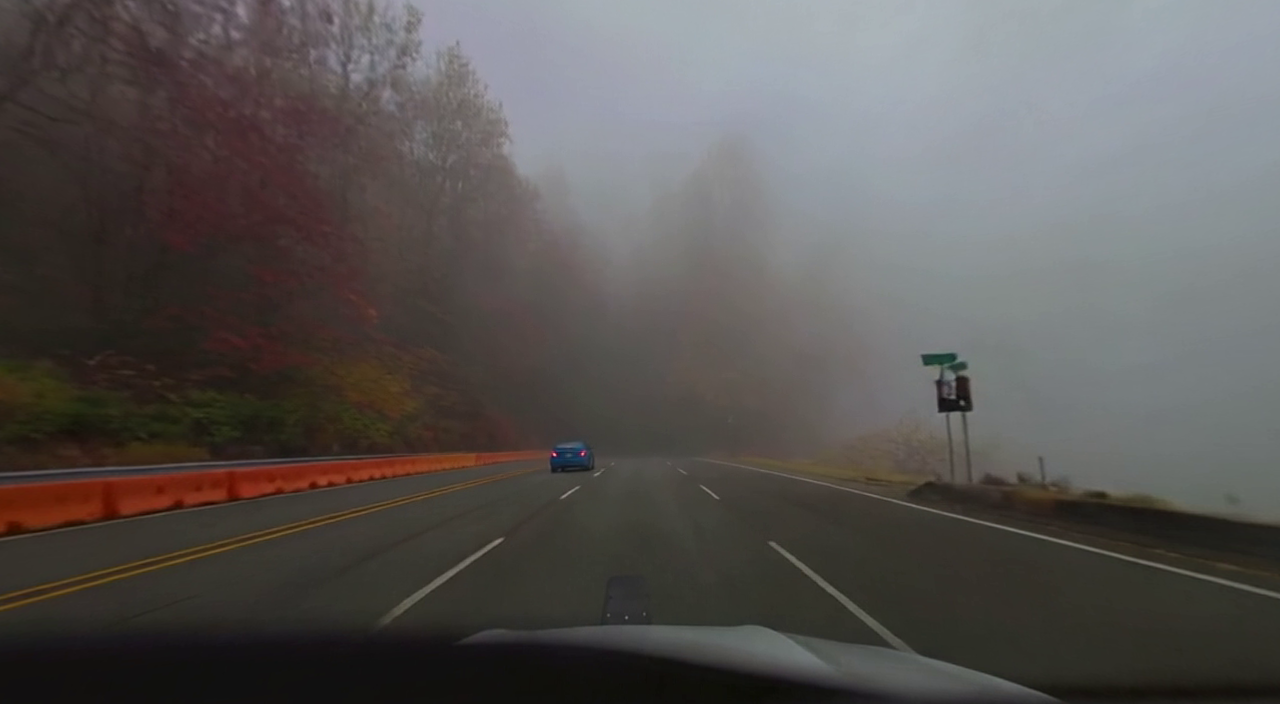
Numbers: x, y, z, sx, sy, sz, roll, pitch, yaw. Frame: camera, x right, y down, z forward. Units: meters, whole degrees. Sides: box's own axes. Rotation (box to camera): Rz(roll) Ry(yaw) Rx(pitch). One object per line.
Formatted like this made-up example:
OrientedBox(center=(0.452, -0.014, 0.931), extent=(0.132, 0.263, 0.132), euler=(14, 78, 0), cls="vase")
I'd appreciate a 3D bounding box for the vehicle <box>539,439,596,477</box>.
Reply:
OrientedBox(center=(-2.999, 4.497, 26.993), extent=(1.902, 1.505, 4.016), euler=(0, -8, 1), cls="vehicle")
